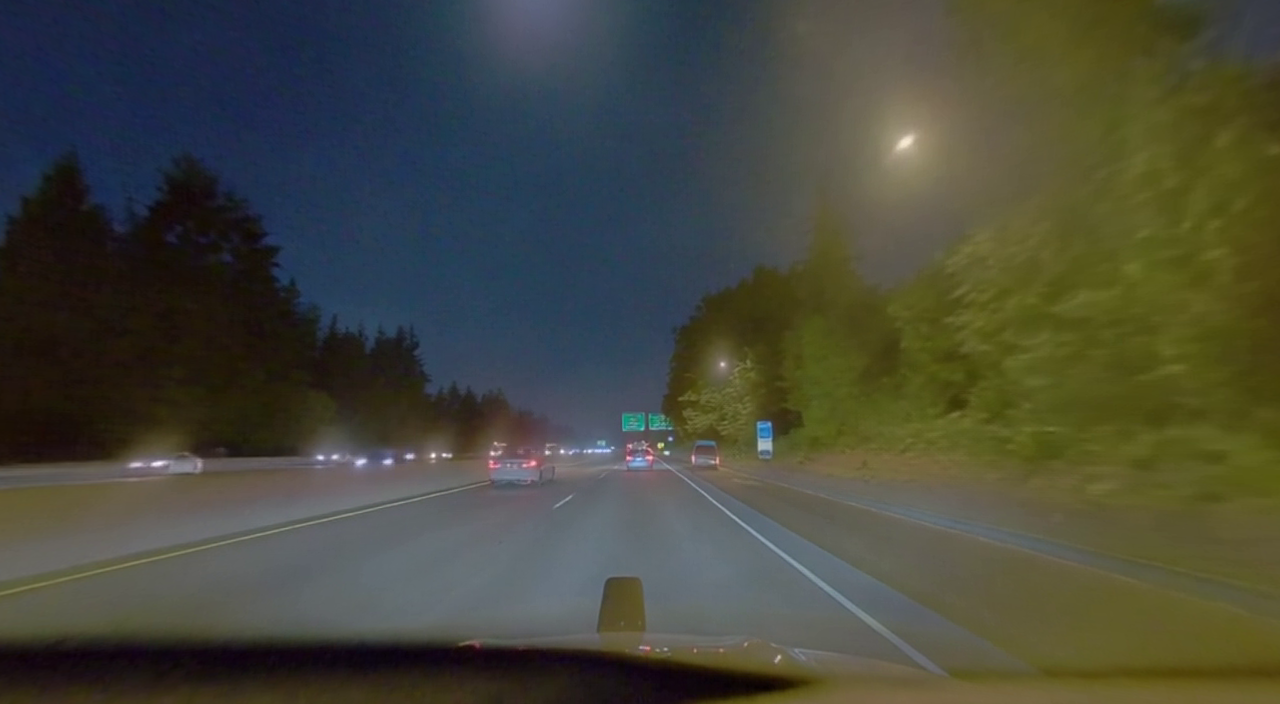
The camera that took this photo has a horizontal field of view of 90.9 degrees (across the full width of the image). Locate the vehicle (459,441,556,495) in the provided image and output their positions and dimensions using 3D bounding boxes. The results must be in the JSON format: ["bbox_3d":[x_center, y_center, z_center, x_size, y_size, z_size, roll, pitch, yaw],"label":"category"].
[{"bbox_3d":[-4.117,3.690,20.399,2.081,1.534,4.543,0,-9,1],"label":"vehicle"}]

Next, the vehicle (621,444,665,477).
[{"bbox_3d":[0.138,5.210,30.478,1.960,1.456,3.818,0,-9,0],"label":"vehicle"}]

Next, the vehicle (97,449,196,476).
[{"bbox_3d":[-28.901,6.463,37.106,1.958,1.452,4.787,0,-9,0],"label":"vehicle"}]

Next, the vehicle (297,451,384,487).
[{"bbox_3d":[-12.912,5.054,27.467,1.809,1.438,4.005,0,-9,0],"label":"vehicle"}]
